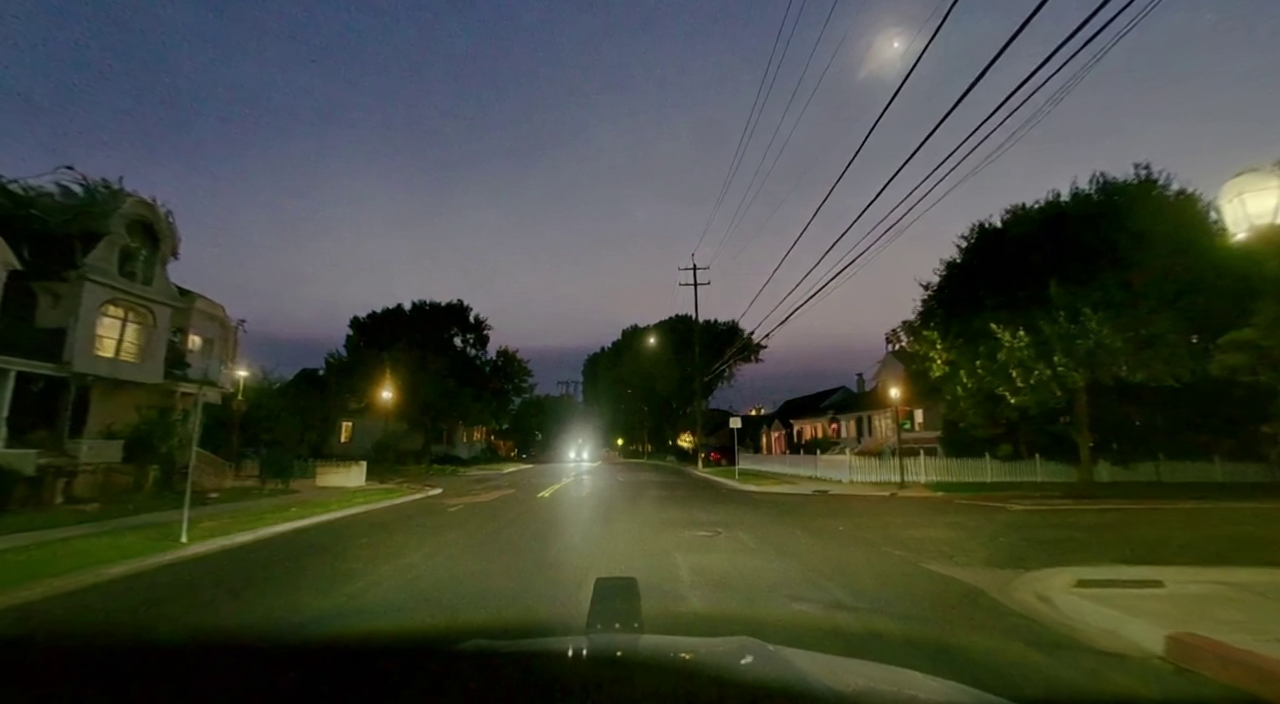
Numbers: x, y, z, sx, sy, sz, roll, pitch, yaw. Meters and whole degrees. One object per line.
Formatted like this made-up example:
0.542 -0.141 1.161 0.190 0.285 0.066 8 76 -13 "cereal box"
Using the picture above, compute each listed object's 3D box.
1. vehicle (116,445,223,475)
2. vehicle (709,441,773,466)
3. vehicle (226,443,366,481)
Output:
-25.706 5.888 34.605 4.338 1.496 1.857 0 -5 -1 "vehicle"
7.539 7.640 47.614 4.412 1.565 1.957 -3 -9 0 "vehicle"
-14.499 4.647 26.822 4.751 1.459 1.996 -1 -8 0 "vehicle"
